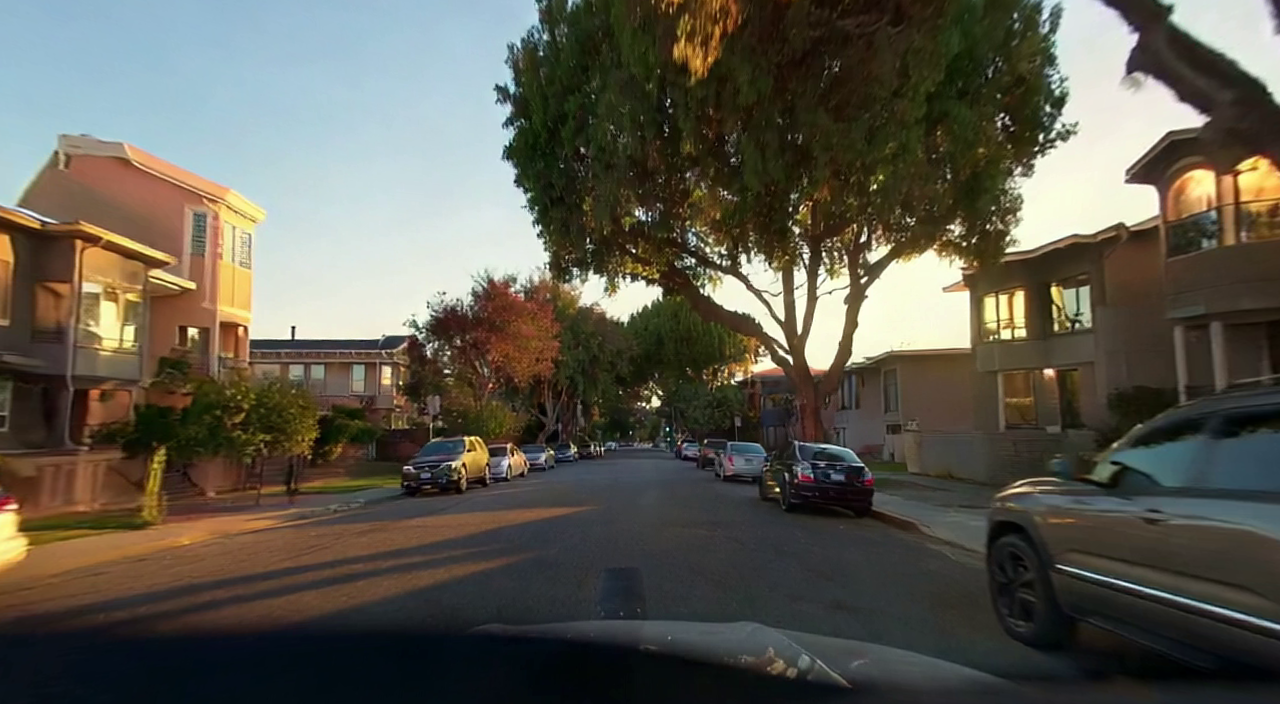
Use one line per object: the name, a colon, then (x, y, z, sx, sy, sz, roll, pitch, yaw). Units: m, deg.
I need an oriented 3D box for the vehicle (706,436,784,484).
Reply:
vehicle: (3.564, 3.769, 22.340, 1.881, 1.482, 4.531, 0, -8, -2)

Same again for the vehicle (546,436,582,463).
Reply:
vehicle: (-5.546, 7.217, 46.700, 2.106, 1.760, 4.573, -4, -9, -1)

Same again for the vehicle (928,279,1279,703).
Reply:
vehicle: (3.410, 0.751, 2.568, 2.140, 1.937, 4.915, 0, -8, 0)

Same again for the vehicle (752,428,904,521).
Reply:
vehicle: (3.636, 2.439, 13.112, 1.909, 1.595, 4.136, 0, -8, 1)

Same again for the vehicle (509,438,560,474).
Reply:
vehicle: (-5.571, 5.484, 33.804, 1.901, 1.475, 4.425, -4, -6, 0)

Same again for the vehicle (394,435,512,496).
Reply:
vehicle: (-5.760, 3.556, 20.186, 2.169, 1.574, 5.016, -3, -9, 1)
